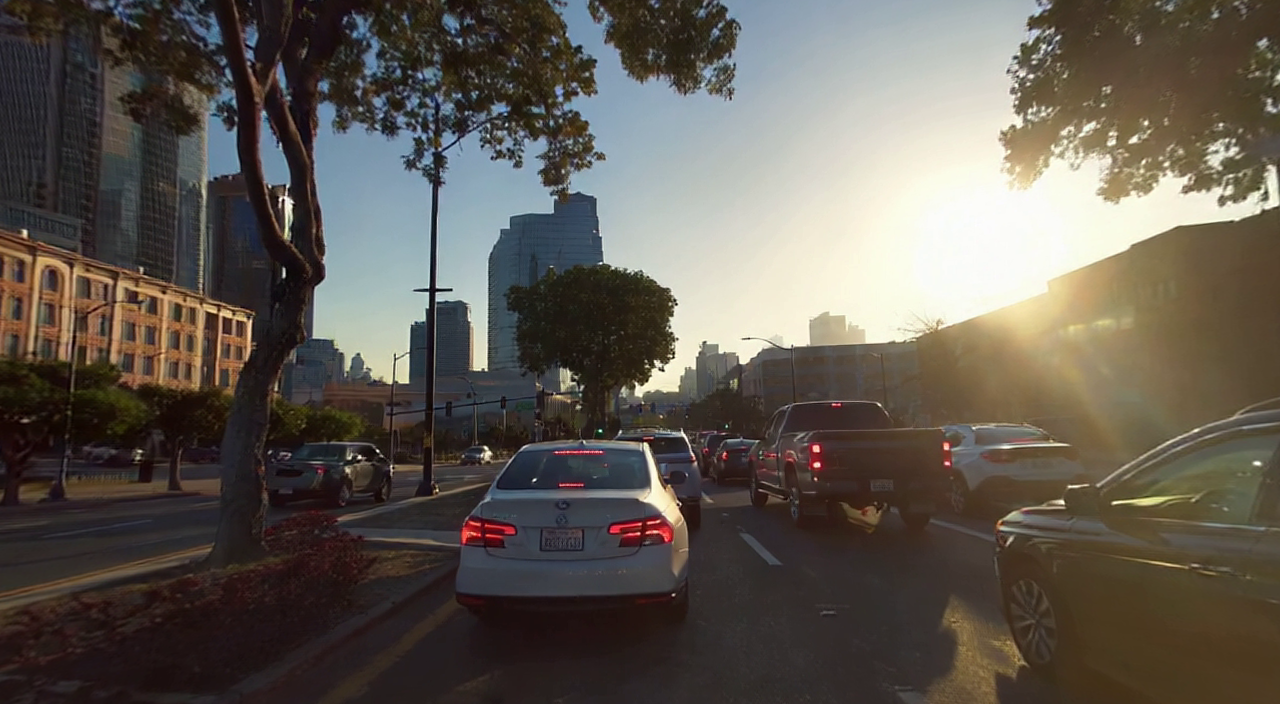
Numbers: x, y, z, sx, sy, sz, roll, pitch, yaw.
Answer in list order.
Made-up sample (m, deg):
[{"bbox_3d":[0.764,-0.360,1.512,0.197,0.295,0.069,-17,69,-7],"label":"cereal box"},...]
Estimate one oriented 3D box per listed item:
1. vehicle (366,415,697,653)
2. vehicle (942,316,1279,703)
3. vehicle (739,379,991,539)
[{"bbox_3d":[-0.653,1.508,6.313,2.172,1.536,4.250,0,-9,2],"label":"vehicle"},{"bbox_3d":[3.156,0.747,2.064,2.024,1.723,4.714,0,-9,1],"label":"vehicle"},{"bbox_3d":[3.546,1.896,11.627,2.497,2.186,5.890,0,-9,0],"label":"vehicle"}]
